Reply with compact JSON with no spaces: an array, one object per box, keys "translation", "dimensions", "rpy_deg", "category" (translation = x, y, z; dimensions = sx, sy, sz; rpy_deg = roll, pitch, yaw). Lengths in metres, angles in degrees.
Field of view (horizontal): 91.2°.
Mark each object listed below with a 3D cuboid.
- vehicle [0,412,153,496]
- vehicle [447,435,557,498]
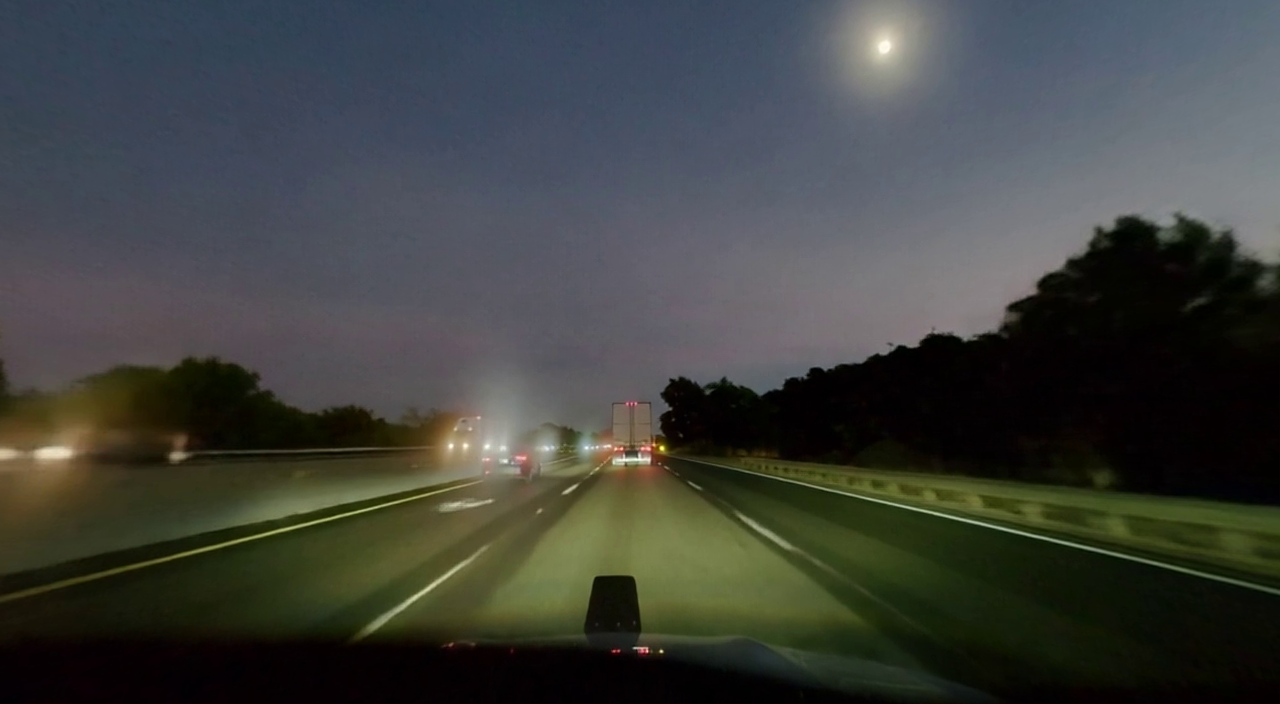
[{"translation":[-13.547,2.261,13.916],"dimensions":[1.983,1.629,4.311],"rpy_deg":[0,-9,0],"category":"vehicle"},{"translation":[-3.682,3.149,17.644],"dimensions":[2.057,1.519,4.372],"rpy_deg":[0,-9,1],"category":"vehicle"}]
